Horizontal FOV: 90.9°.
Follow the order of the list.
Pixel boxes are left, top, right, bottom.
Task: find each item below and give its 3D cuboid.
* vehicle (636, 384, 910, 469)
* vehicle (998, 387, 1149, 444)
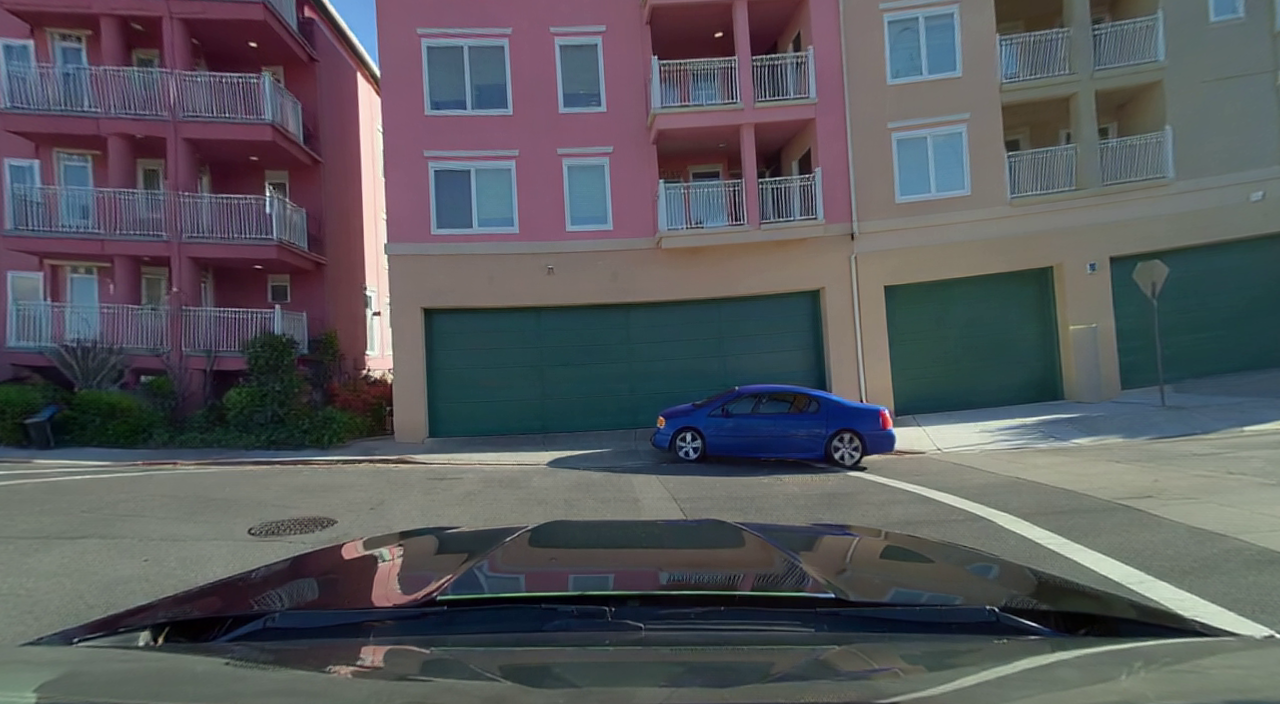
[{"bbox_3d":[2.282,1.414,11.835,4.697,1.444,1.825,0,-8,-1],"label":"vehicle"},{"bbox_3d":[15.582,2.312,22.831,3.905,1.475,2.057,-7,-7,-4],"label":"vehicle"}]
